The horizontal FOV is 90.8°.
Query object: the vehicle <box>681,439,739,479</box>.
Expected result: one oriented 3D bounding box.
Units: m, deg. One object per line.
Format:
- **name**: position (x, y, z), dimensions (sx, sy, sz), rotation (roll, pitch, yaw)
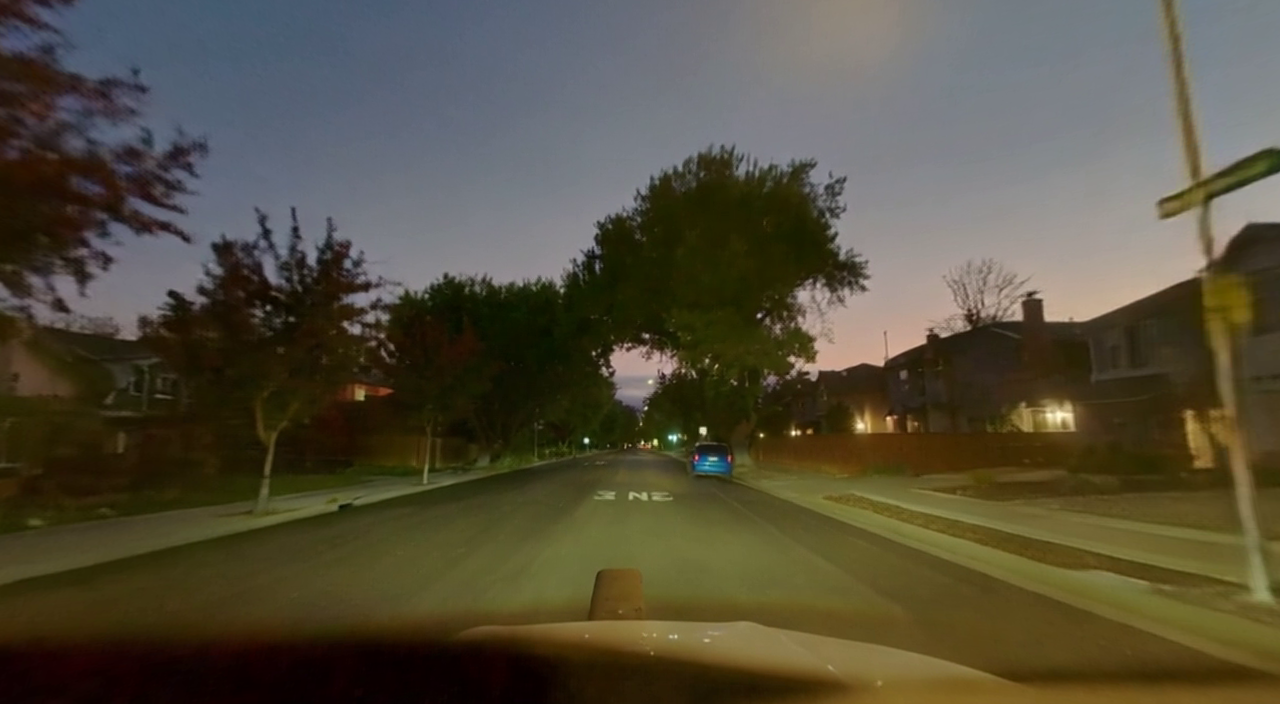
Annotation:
- **vehicle**: position (3.033, 4.749, 28.285), dimensions (2.114, 1.633, 4.042), rotation (0, -8, 0)
